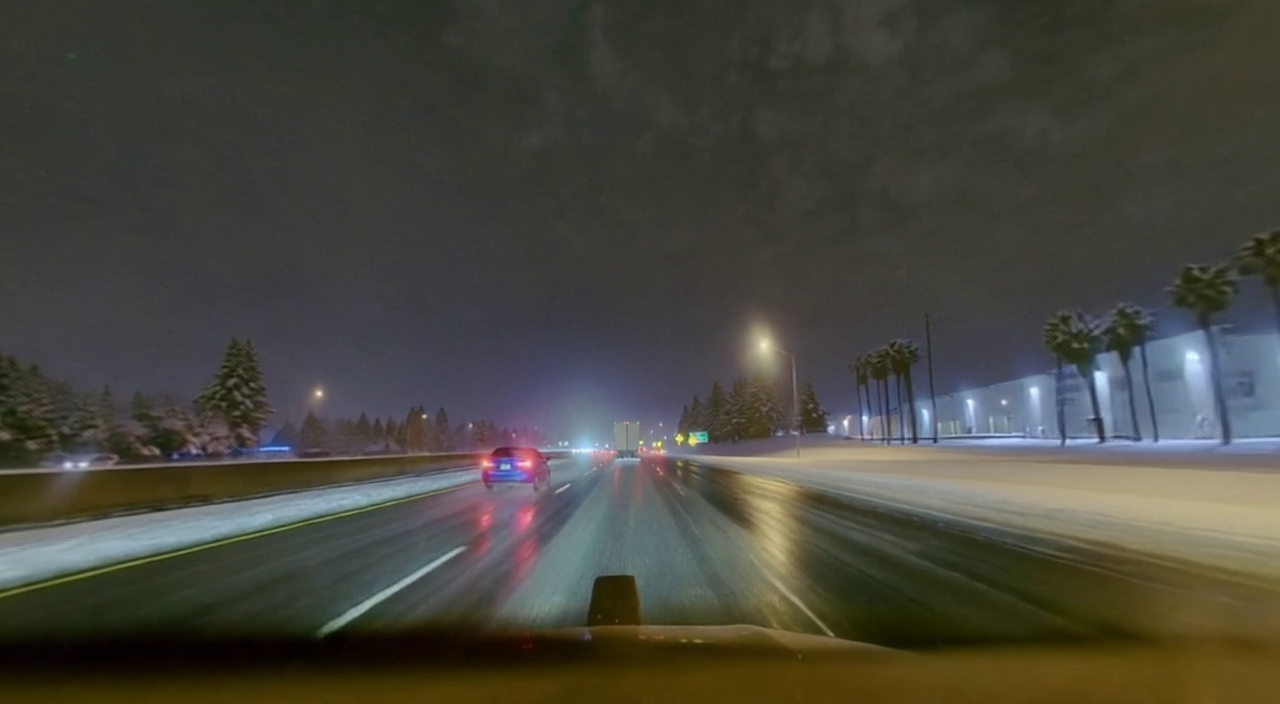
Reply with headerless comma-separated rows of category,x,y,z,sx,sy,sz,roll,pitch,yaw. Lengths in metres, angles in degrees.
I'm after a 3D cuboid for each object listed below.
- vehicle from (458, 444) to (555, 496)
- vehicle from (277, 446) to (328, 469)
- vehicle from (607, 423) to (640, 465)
vehicle,-4.000,3.599,19.740,2.097,1.447,4.291,0,-8,0
vehicle,-24.690,7.688,46.405,1.730,1.556,3.993,0,-8,-4
vehicle,-1.248,6.989,47.848,2.364,2.953,6.495,0,-8,-1
